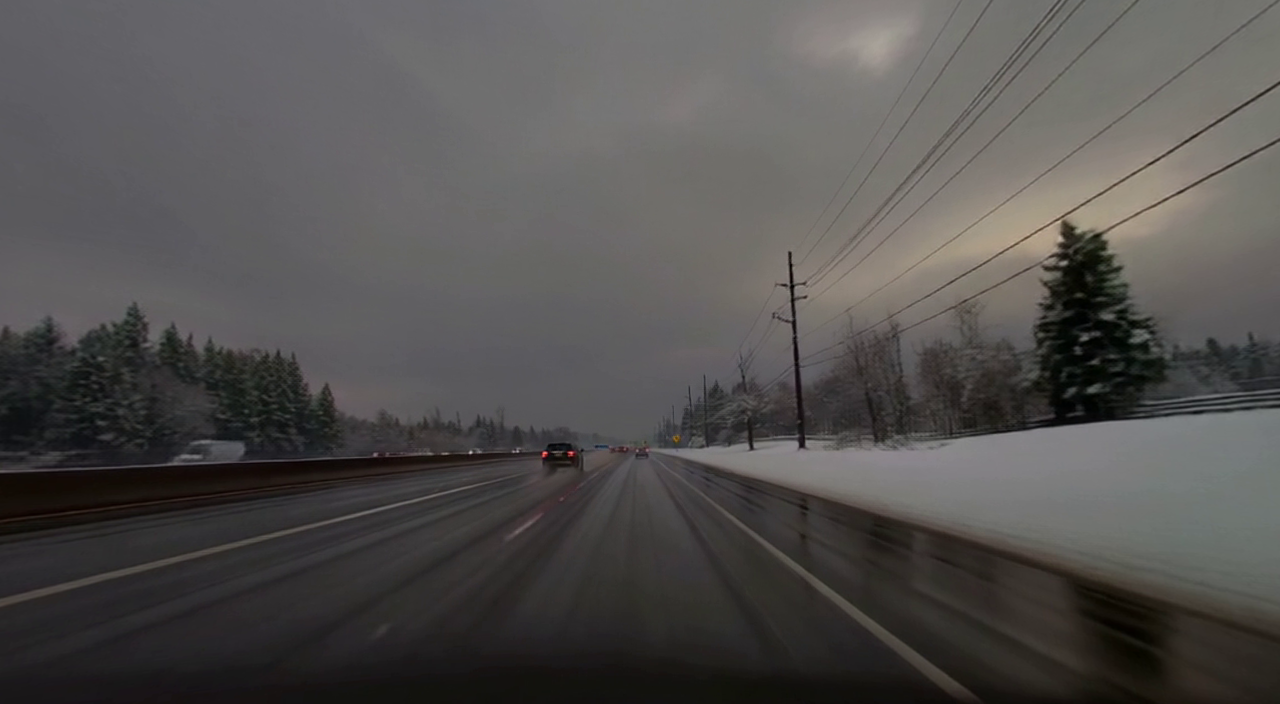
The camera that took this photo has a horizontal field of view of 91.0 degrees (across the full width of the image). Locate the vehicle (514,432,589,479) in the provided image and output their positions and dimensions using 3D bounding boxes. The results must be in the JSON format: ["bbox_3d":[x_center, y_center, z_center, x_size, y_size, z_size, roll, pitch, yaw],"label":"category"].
[{"bbox_3d":[-3.898,4.741,28.927,2.577,1.939,5.408,0,-9,1],"label":"vehicle"}]

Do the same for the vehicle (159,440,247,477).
[{"bbox_3d":[-32.919,8.005,47.745,2.315,2.592,5.954,0,-9,0],"label":"vehicle"}]

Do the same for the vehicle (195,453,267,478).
[{"bbox_3d":[-28.524,7.899,44.109,1.900,1.602,4.646,0,-9,0],"label":"vehicle"}]

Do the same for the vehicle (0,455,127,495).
[{"bbox_3d":[-24.572,5.149,26.706,1.841,1.514,4.484,0,-9,0],"label":"vehicle"}]
